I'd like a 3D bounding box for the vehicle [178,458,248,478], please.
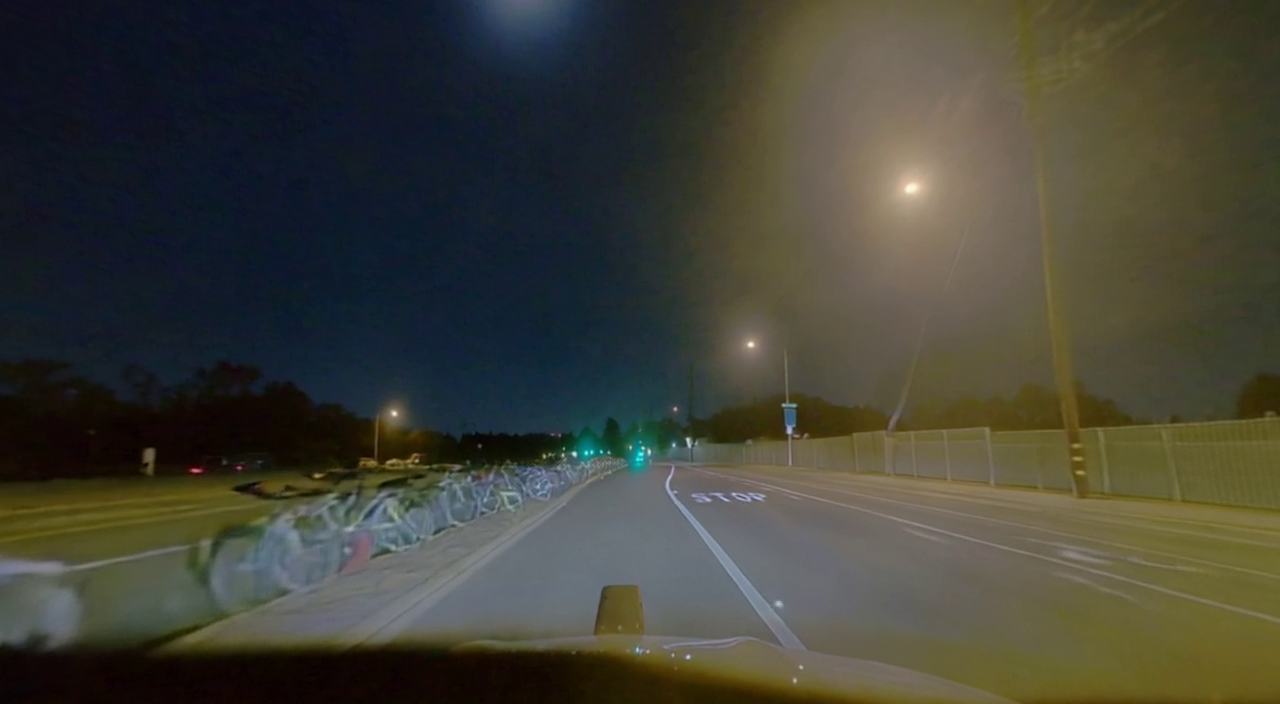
[{"bbox_3d":[-33.095,8.983,49.057,4.108,1.480,1.800,0,-9,1],"label":"vehicle"}]
